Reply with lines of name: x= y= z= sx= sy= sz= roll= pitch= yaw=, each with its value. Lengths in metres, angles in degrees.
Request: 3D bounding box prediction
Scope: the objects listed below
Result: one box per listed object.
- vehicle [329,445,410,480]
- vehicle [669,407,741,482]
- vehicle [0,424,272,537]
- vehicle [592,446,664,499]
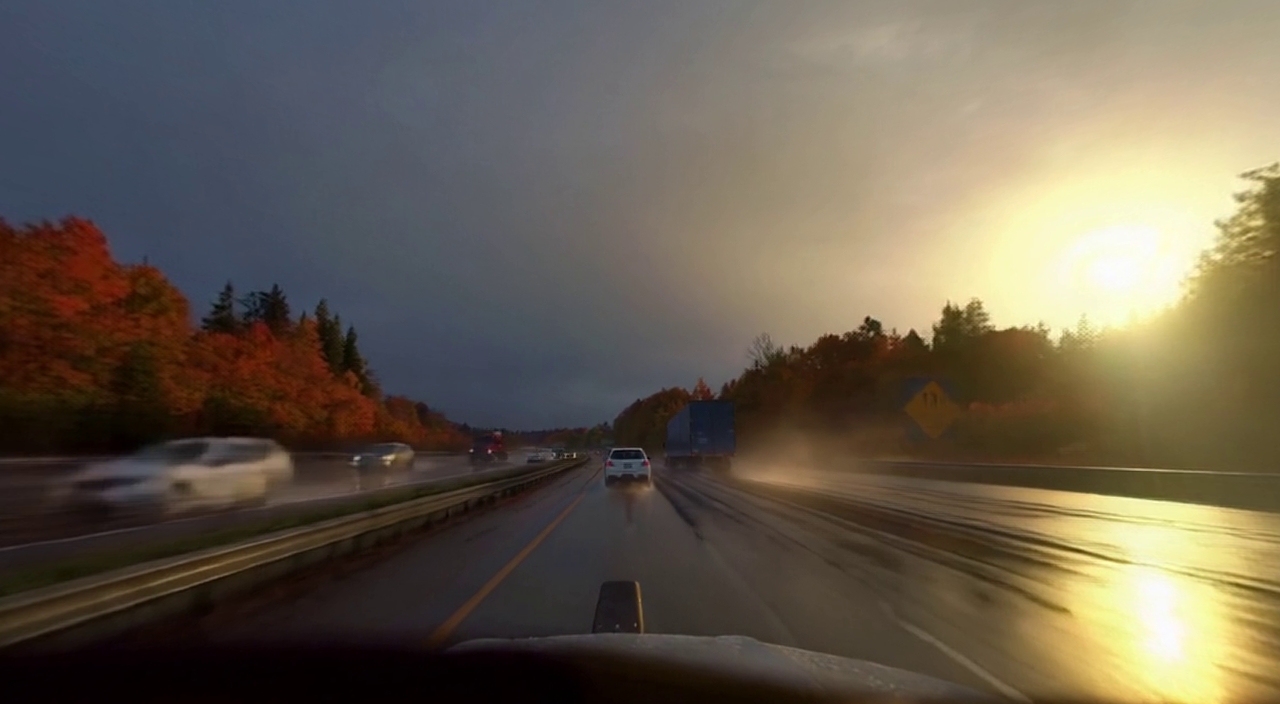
vehicle: x=-12.801 y=5.248 z=30.015 sx=1.912 sy=1.489 sz=4.460 roll=0 pitch=-9 yaw=-1
vehicle: x=3.853 y=6.210 z=41.238 sx=2.900 sy=4.013 sz=14.455 roll=0 pitch=-10 yaw=-1
vehicle: x=-8.706 y=2.123 z=10.866 sx=1.979 sy=1.523 sz=4.461 roll=0 pitch=-9 yaw=-1
vehicle: x=-0.396 y=3.836 z=20.346 sx=2.099 sy=1.506 sz=4.097 roll=0 pitch=-9 yaw=-1
